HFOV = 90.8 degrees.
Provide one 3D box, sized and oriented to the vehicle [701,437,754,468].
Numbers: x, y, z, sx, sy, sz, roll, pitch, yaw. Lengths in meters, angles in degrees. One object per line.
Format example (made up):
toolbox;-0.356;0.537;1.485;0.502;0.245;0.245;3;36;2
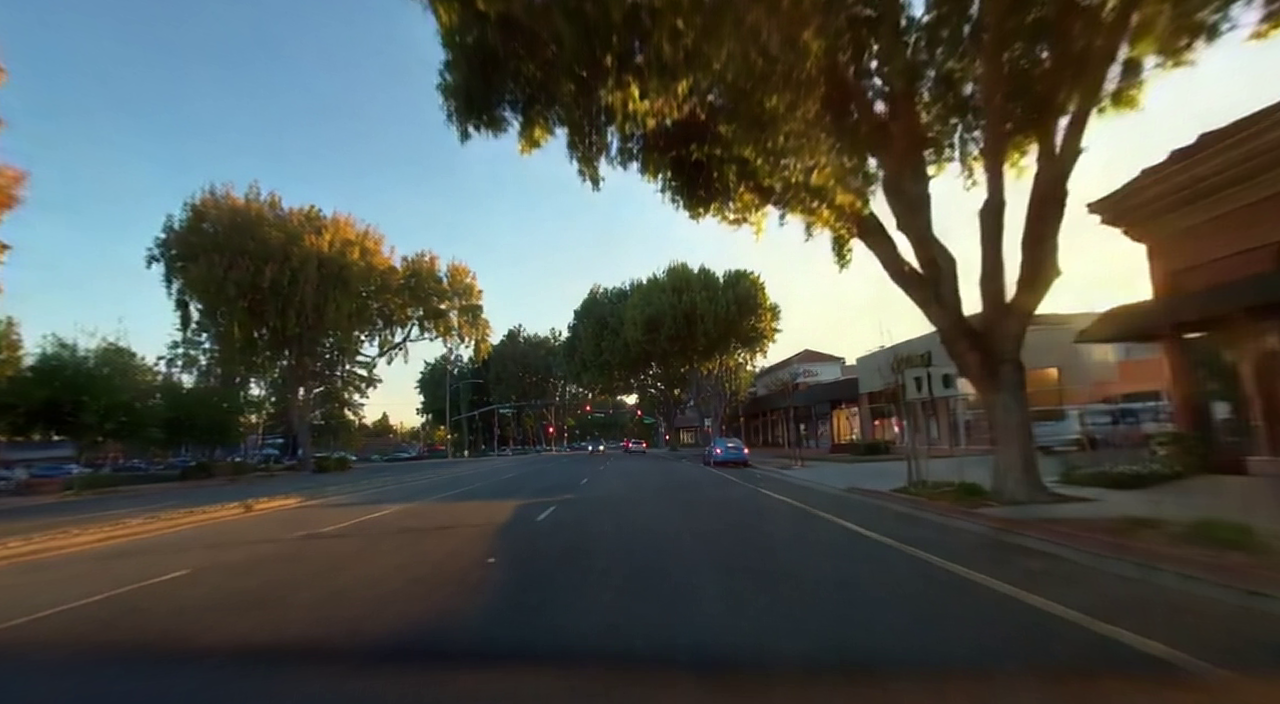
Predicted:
vehicle;4.479;5.213;32.857;1.942;1.469;4.049;0;-8;-3
